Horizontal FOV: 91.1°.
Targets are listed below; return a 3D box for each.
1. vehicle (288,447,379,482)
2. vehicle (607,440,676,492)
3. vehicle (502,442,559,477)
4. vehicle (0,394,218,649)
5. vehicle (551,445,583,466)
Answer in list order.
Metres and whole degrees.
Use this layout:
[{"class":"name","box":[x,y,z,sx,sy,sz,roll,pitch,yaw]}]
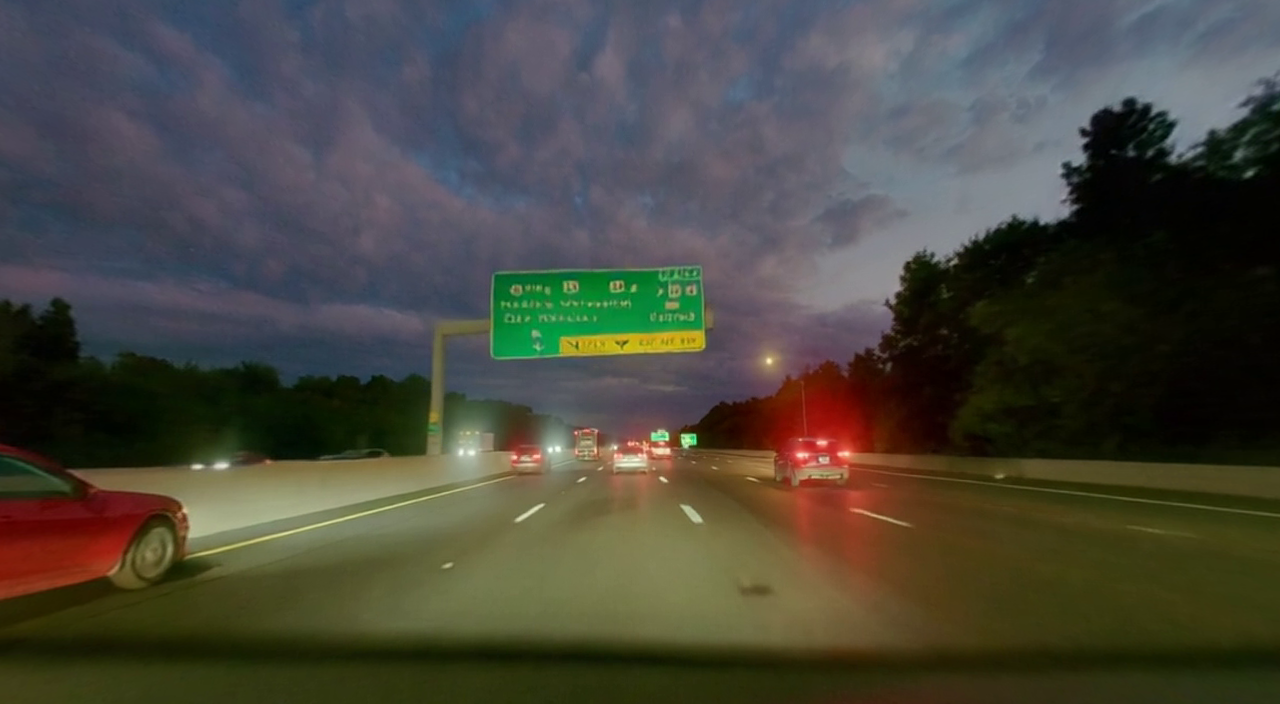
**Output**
[{"class":"vehicle","box":[-13.955,5.141,28.996,1.940,1.462,4.500,0,-9,0]},{"class":"vehicle","box":[0.045,3.479,19.534,1.940,1.451,3.512,0,-9,0]},{"class":"vehicle","box":[-5.019,4.977,29.350,1.892,1.481,4.180,0,-9,0]},{"class":"vehicle","box":[-5.157,1.090,3.990,2.058,1.626,4.118,0,-9,0]},{"class":"vehicle","box":[-5.189,7.403,45.251,1.814,1.417,3.860,0,-9,1]}]
